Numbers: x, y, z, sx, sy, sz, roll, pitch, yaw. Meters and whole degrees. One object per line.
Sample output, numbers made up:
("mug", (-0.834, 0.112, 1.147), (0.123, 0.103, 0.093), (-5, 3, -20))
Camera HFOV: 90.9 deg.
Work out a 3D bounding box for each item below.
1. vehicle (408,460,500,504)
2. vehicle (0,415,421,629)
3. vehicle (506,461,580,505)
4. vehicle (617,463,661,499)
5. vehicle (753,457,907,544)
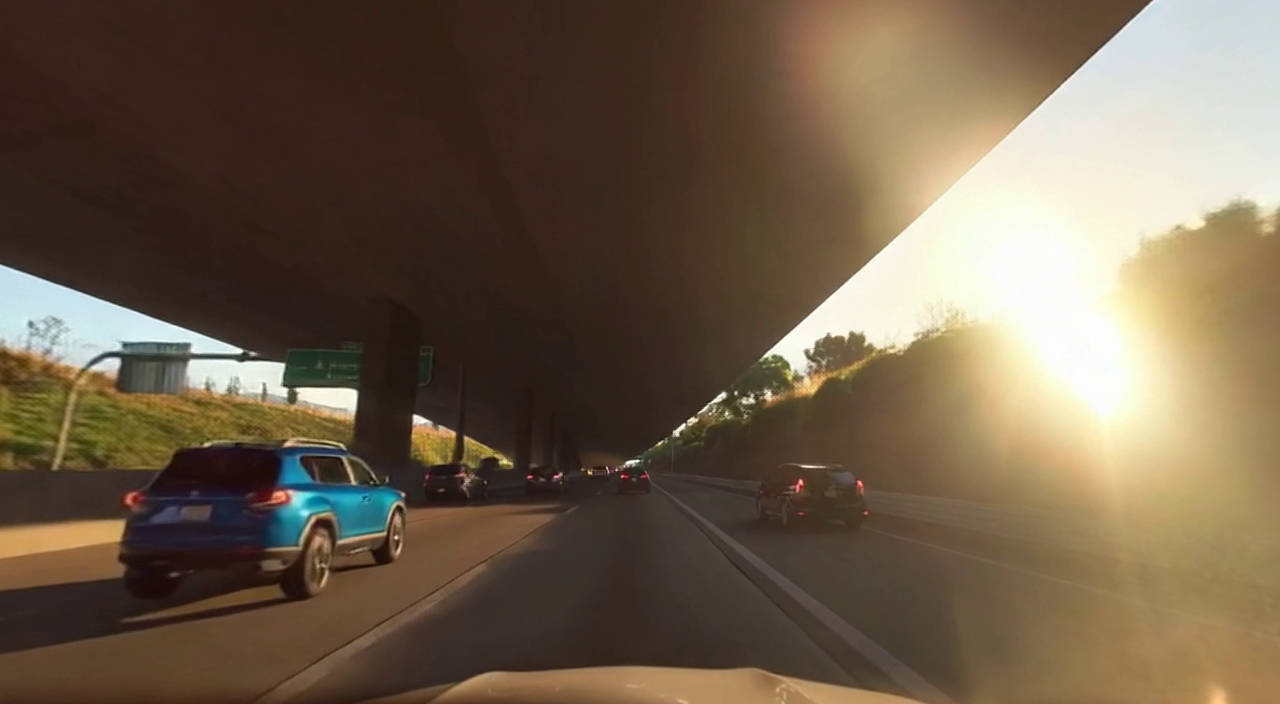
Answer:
("vehicle", (-7.250, 5.131, 25.117), (2.142, 1.545, 4.708), (1, -11, 1))
("vehicle", (-4.413, 1.803, 7.439), (2.069, 1.699, 4.452), (1, -11, -1))
("vehicle", (-3.677, 5.093, 24.773), (2.102, 1.521, 4.687), (1, -11, 1))
("vehicle", (-0.057, 6.283, 30.948), (1.992, 1.601, 3.762), (1, -11, 0))
("vehicle", (3.864, 3.118, 13.661), (1.992, 1.557, 4.017), (1, -11, -1))
